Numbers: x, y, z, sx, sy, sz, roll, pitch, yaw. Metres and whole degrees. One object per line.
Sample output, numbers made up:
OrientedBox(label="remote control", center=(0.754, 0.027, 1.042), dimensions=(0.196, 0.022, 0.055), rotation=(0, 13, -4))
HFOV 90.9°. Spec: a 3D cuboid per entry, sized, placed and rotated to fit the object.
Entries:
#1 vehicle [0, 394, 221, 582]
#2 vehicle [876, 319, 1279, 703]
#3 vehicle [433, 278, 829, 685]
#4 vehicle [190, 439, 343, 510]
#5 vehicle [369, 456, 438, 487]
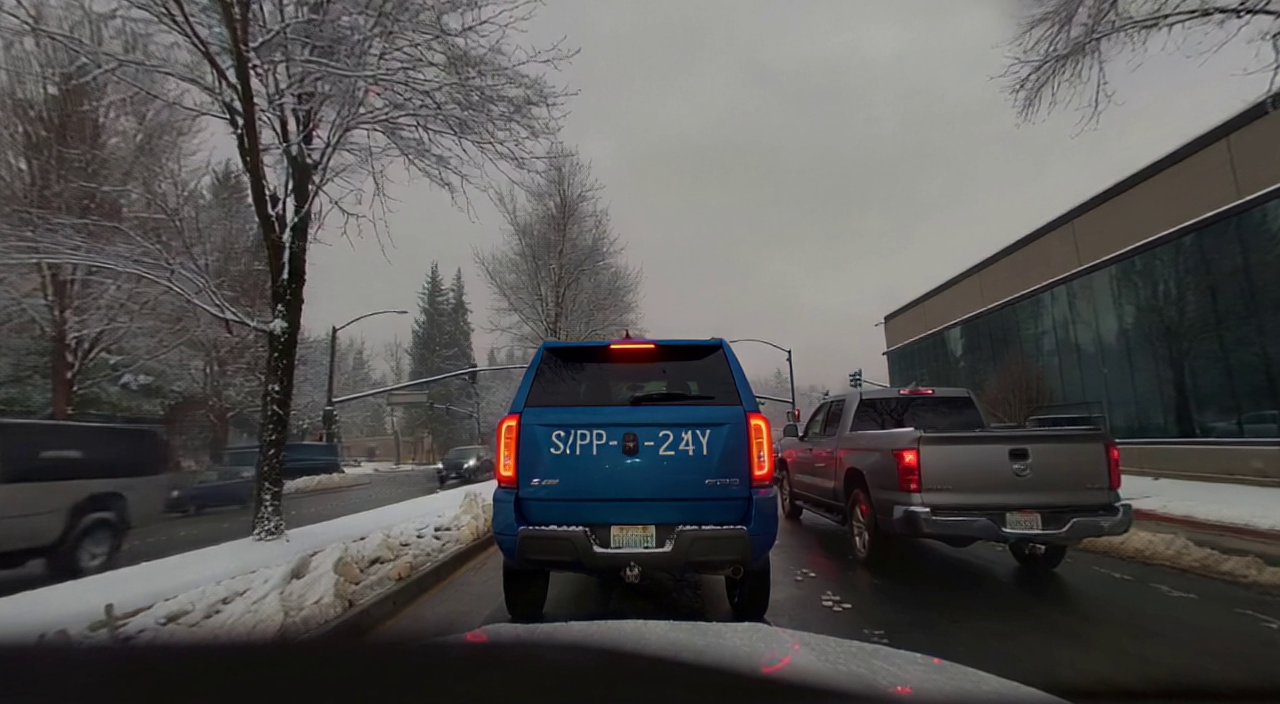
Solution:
OrientedBox(label="vehicle", center=(-9.004, 1.694, 7.424), dimensions=(2.873, 2.199, 8.099), rotation=(-4, -8, -2))
OrientedBox(label="vehicle", center=(3.077, 0.987, 3.482), dimensions=(2.022, 1.700, 4.410), rotation=(0, -8, 3))
OrientedBox(label="vehicle", center=(0.008, 1.041, 5.937), dimensions=(2.267, 2.372, 4.366), rotation=(0, -8, 2))
OrientedBox(label="vehicle", center=(-15.983, 5.214, 27.667), dimensions=(2.741, 2.730, 6.221), rotation=(0, -8, 1))
OrientedBox(label="vehicle", center=(-15.425, 7.792, 41.502), dimensions=(2.214, 1.815, 5.613), rotation=(0, -8, 2))
